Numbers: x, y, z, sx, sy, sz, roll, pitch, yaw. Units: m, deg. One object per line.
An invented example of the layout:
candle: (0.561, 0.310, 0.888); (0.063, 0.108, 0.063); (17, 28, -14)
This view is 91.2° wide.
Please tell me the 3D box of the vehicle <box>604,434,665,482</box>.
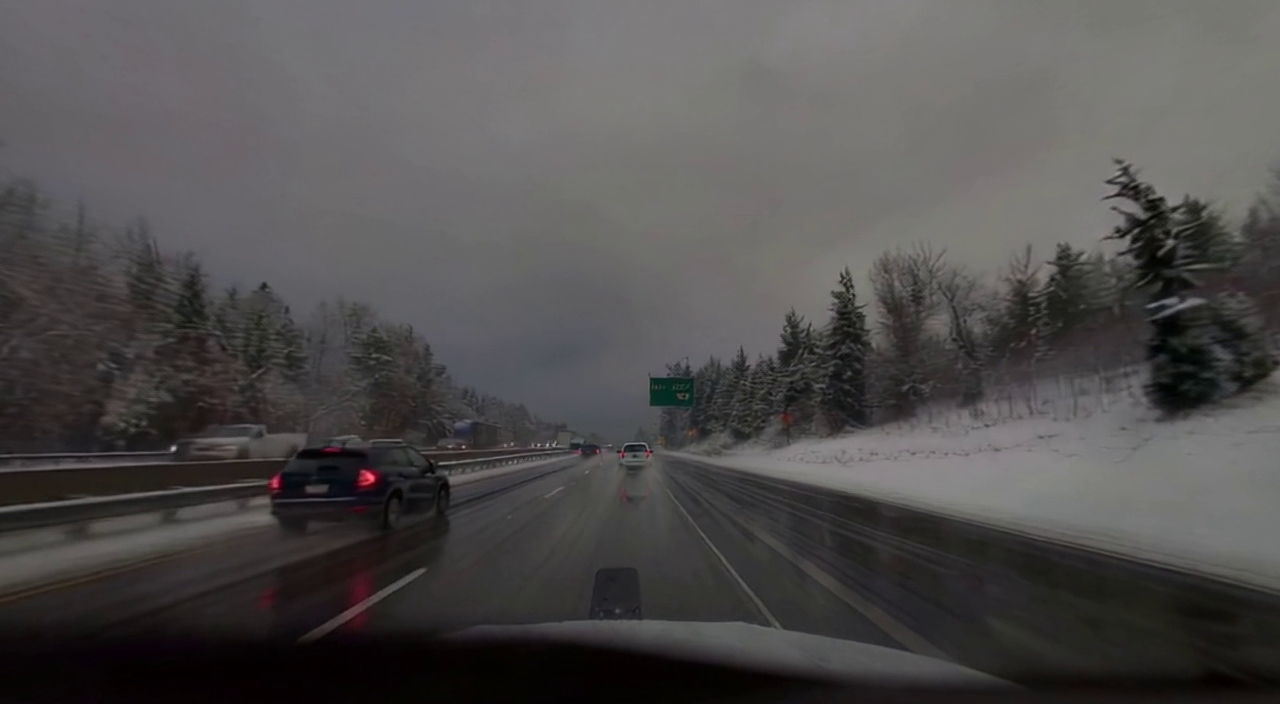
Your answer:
vehicle: (-0.223, 4.018, 23.965); (2.115, 1.661, 4.049); (0, -9, 0)

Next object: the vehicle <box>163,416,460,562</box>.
vehicle: (-4.376, 1.909, 9.454); (1.931, 1.603, 4.739); (0, -9, -1)
